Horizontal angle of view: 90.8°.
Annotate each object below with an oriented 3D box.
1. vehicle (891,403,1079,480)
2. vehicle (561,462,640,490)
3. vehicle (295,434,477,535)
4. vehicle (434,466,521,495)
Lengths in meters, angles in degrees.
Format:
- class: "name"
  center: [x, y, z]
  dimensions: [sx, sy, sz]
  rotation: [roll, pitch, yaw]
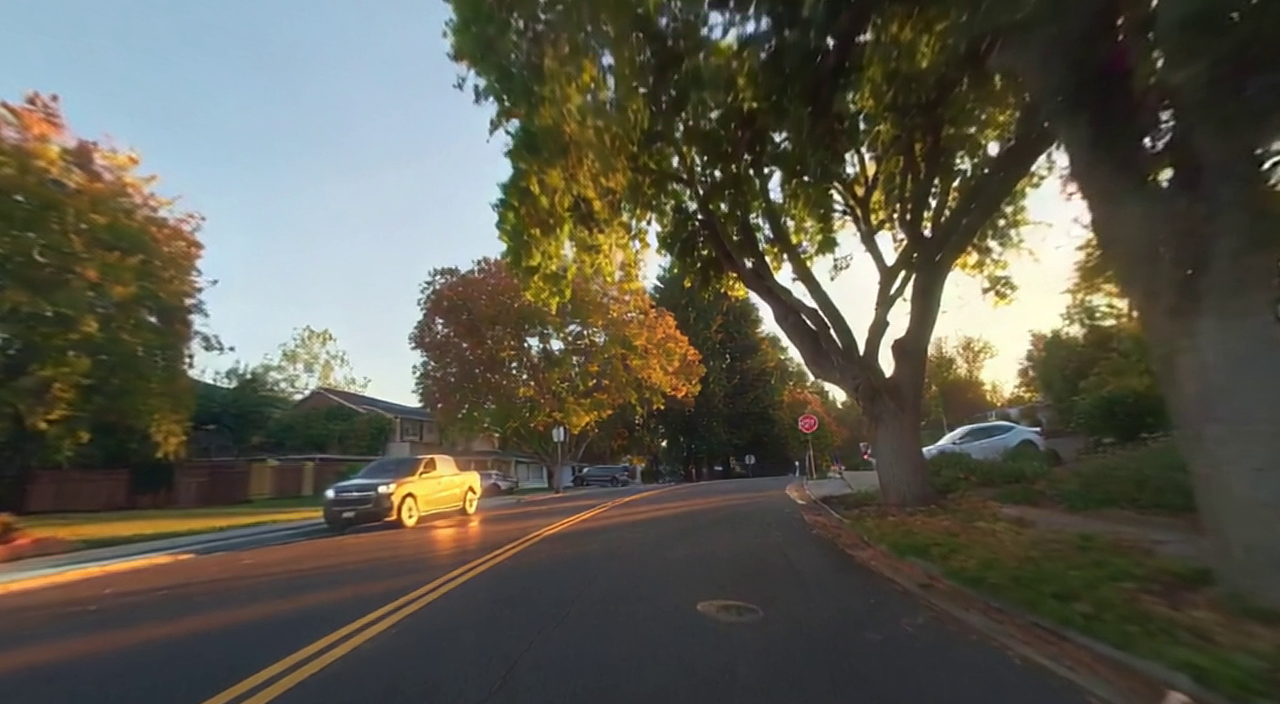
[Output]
- class: "vehicle"
  center: [11.071, 2.966, 20.624]
  dimensions: [4.740, 1.638, 2.018]
  rotation: [-4, -24, 2]
- class: "vehicle"
  center: [-2.997, 9.540, 48.568]
  dimensions: [5.643, 1.759, 2.110]
  rotation: [-2, -19, 11]
- class: "vehicle"
  center: [-5.633, 3.239, 14.758]
  dimensions: [1.963, 1.539, 4.210]
  rotation: [-3, -22, 8]
- class: "vehicle"
  center: [-8.779, 6.969, 34.416]
  dimensions: [4.175, 1.492, 1.845]
  rotation: [0, -11, 2]
